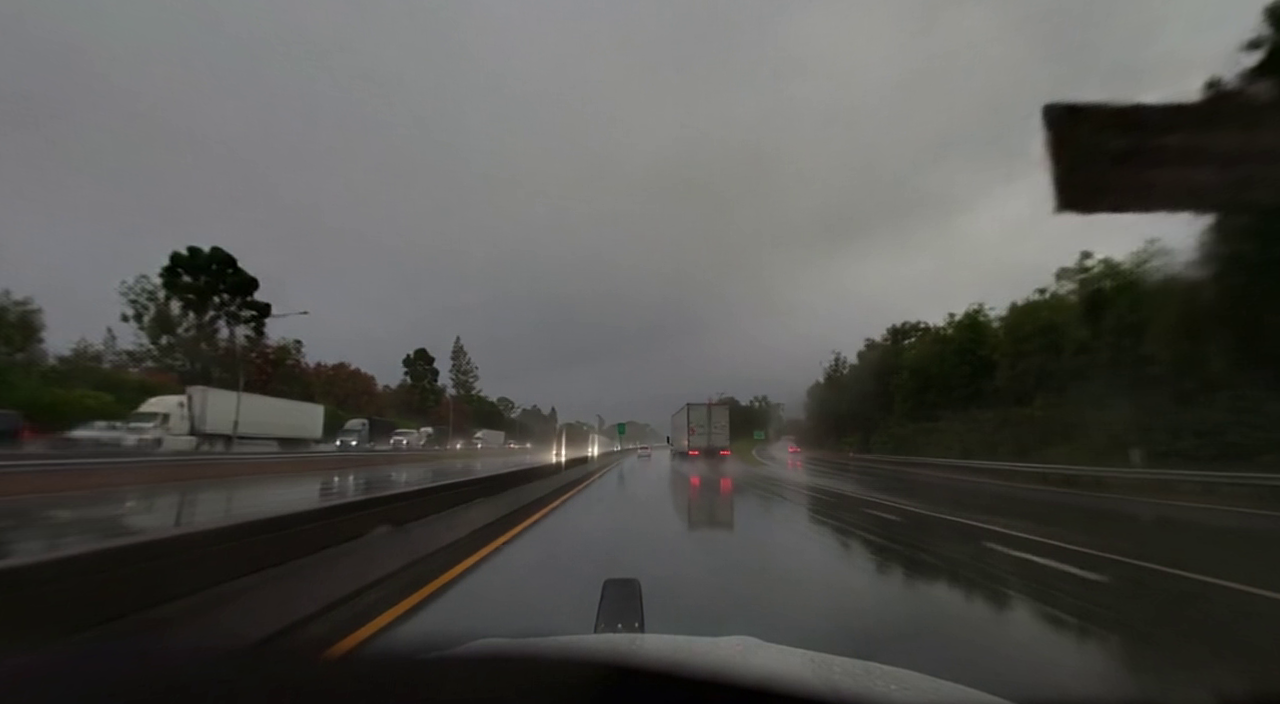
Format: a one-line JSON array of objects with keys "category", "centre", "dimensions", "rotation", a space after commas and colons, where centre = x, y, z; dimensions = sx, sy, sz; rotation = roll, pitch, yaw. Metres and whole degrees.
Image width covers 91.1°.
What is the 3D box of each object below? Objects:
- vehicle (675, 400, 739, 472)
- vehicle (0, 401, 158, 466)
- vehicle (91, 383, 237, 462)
[{"category": "vehicle", "centre": [4.234, 5.841, 42.965], "dimensions": [3.185, 4.154, 12.638], "rotation": [0, -9, 1]}, {"category": "vehicle", "centre": [-41.558, 5.581, 42.673], "dimensions": [13.324, 4.137, 3.346], "rotation": [9, -12, -44]}, {"category": "vehicle", "centre": [-26.389, 4.069, 35.364], "dimensions": [3.155, 4.020, 6.162], "rotation": [-1, -9, 1]}]
